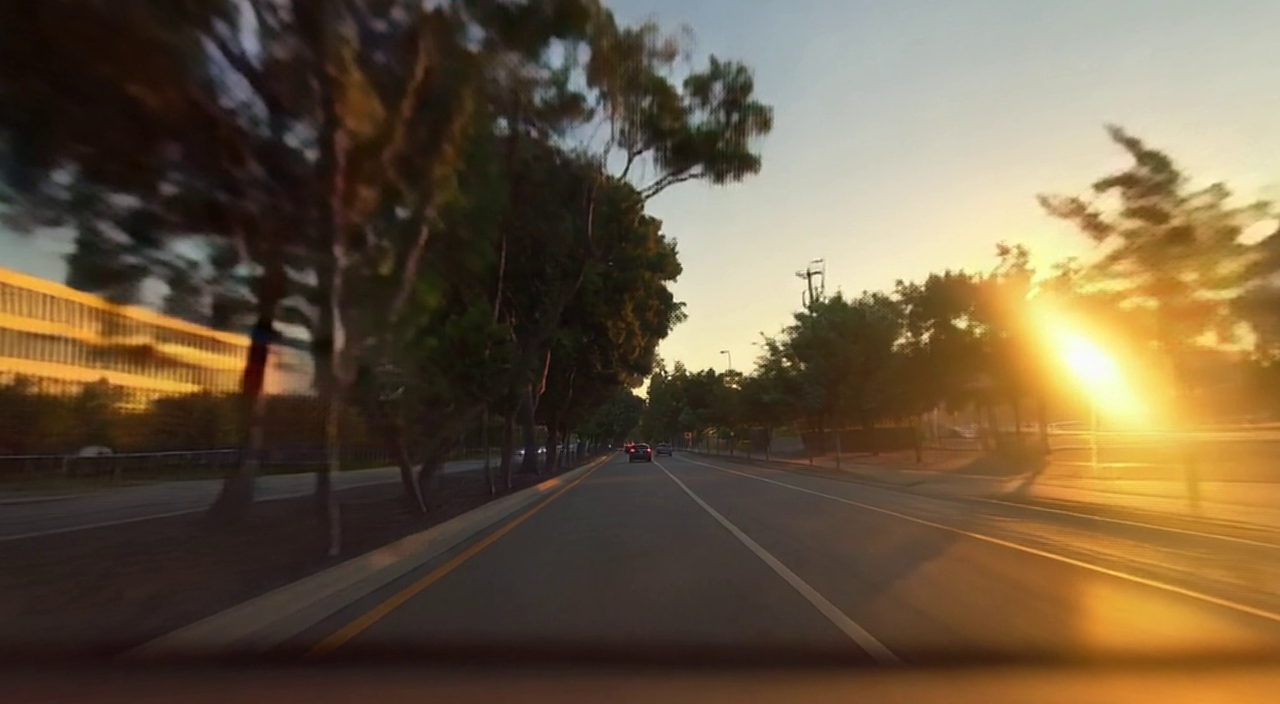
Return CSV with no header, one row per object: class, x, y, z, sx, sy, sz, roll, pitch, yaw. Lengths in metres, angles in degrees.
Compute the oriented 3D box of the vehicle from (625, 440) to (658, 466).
vehicle,0.052,6.623,41.521,2.048,1.584,4.393,0,-9,-1
